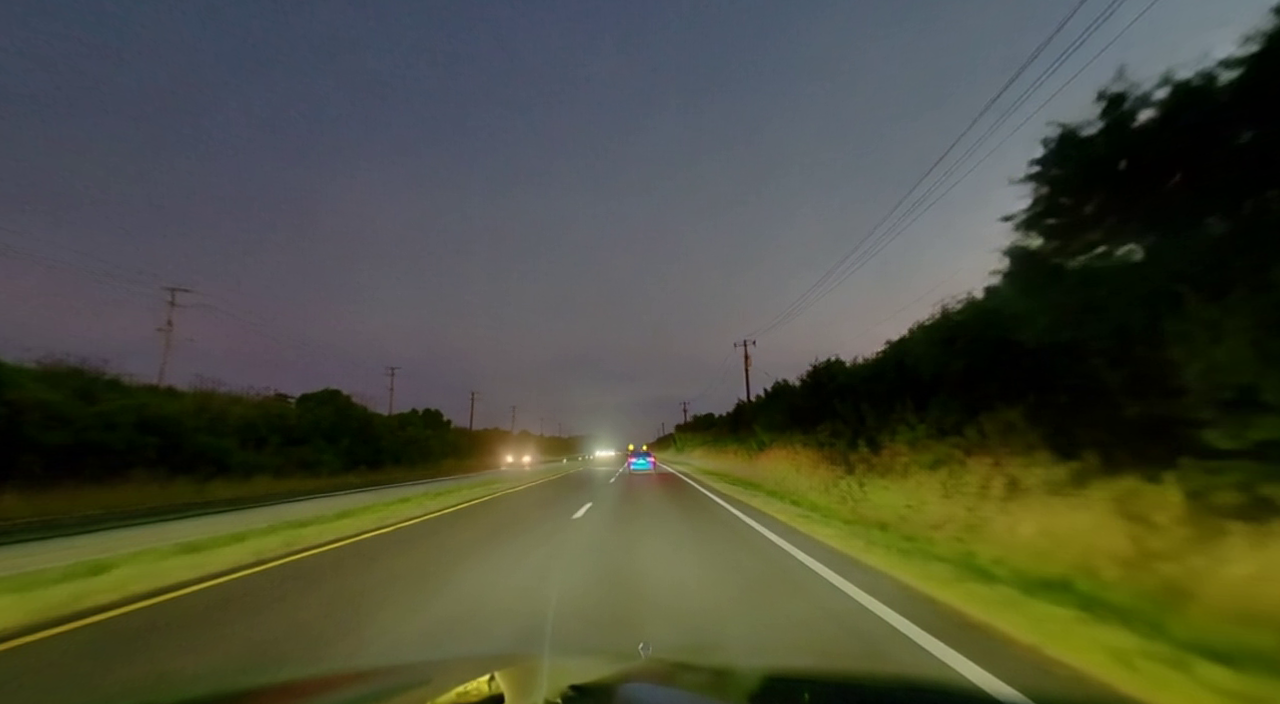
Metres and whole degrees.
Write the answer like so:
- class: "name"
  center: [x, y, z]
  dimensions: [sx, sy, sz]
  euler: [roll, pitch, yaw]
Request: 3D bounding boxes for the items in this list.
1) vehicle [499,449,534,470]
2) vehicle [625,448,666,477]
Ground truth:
- class: "vehicle"
  center: [-9.058, 7.893, 46.392]
  dimensions: [1.838, 1.480, 3.699]
  euler: [0, -9, 0]
- class: "vehicle"
  center: [0.244, 6.002, 34.353]
  dimensions: [2.080, 1.486, 3.813]
  euler: [0, -9, -1]
